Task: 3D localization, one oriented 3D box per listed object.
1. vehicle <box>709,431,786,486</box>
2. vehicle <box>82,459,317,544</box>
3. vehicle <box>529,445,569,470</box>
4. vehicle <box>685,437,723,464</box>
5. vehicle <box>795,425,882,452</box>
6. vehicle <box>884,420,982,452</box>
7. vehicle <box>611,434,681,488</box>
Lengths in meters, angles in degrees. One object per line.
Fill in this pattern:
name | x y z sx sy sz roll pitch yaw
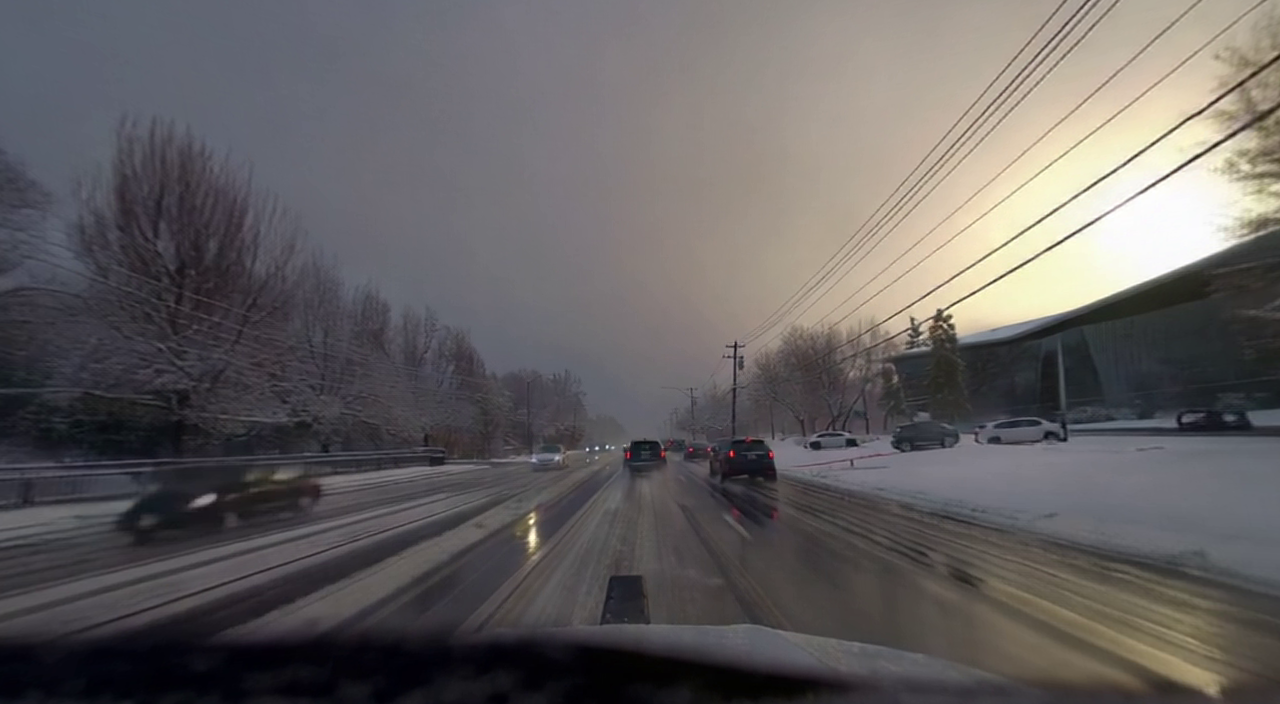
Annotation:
vehicle | 3.583 3.637 21.726 1.914 1.698 4.049 0 -9 0
vehicle | -9.680 3.266 14.476 2.040 1.507 4.598 -1 -8 1
vehicle | -6.018 7.055 42.231 1.947 1.541 4.280 -1 -9 1
vehicle | 4.192 6.533 41.955 2.024 1.711 4.512 0 -8 0
vehicle | 15.333 6.695 48.812 5.731 1.720 2.822 -8 -10 31
vehicle | 16.180 4.696 35.010 4.392 1.709 2.002 0 -9 -1
vehicle | 0.220 3.754 22.019 2.200 1.653 4.127 0 -8 1
